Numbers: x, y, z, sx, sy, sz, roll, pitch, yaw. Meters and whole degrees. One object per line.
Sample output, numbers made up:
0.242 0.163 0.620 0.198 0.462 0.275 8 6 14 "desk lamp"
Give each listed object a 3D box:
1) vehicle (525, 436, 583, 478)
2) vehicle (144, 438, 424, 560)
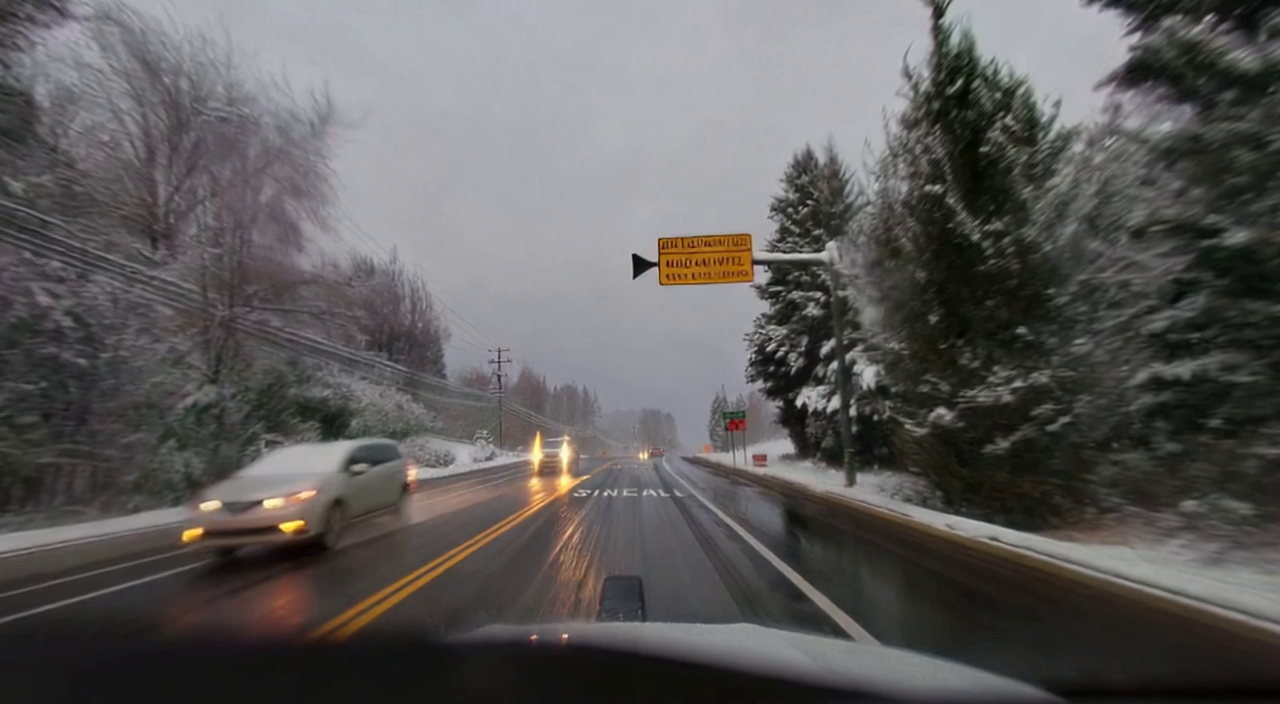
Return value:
-3.955 4.894 29.655 2.018 1.702 4.423 -3 -9 1 "vehicle"
-5.264 2.199 10.238 2.023 1.511 4.355 0 -9 -1 "vehicle"
